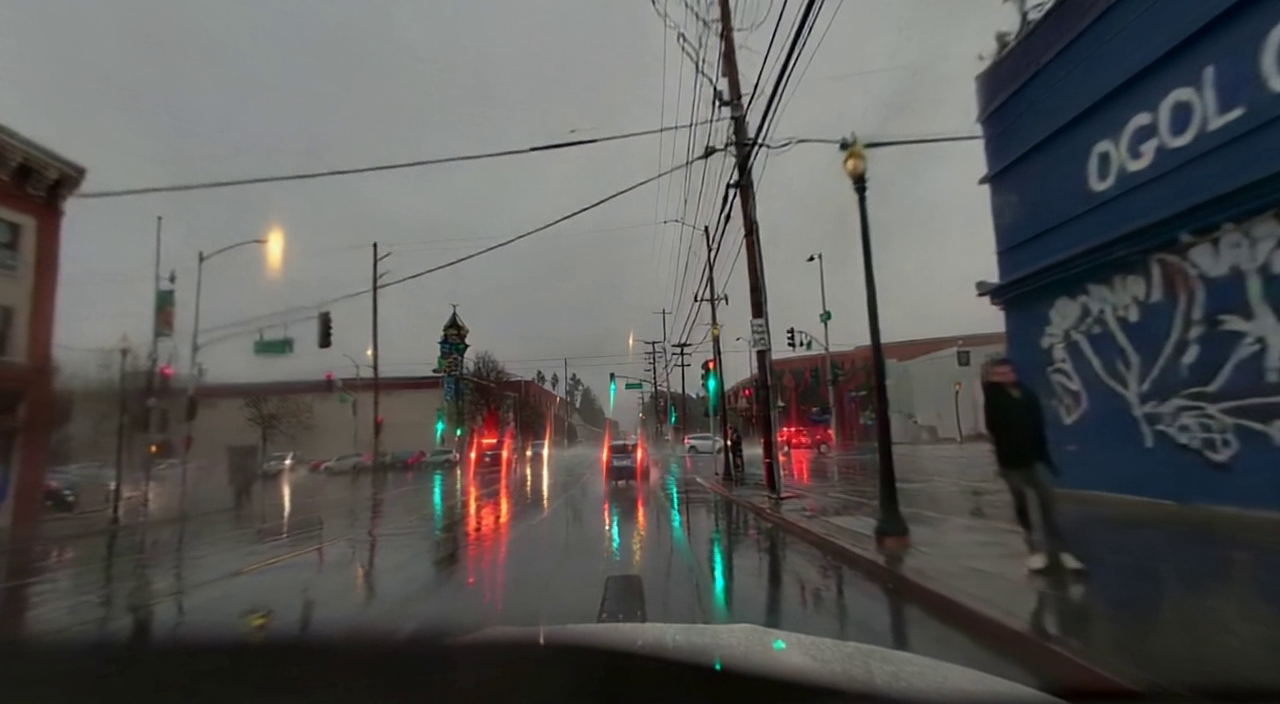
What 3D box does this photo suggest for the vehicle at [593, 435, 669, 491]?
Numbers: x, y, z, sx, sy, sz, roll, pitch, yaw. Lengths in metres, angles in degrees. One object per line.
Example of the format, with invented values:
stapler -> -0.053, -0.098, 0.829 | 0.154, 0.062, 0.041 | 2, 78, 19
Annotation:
vehicle -> -0.243, 3.342, 19.386 | 2.059, 1.497, 4.260 | 0, -8, 0

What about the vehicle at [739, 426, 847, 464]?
vehicle -> 7.473, 4.551, 31.141 | 4.714, 1.686, 1.973 | 0, -7, -9

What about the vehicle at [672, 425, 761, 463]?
vehicle -> 4.074, 4.826, 33.345 | 4.478, 1.749, 2.161 | 4, -9, -42

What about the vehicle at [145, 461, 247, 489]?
vehicle -> -26.030, 7.218, 37.149 | 4.479, 1.484, 2.036 | 0, -8, 1

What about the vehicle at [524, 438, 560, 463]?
vehicle -> -6.186, 6.254, 40.193 | 2.097, 1.457, 4.439 | 1, -8, -8

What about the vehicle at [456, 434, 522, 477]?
vehicle -> -6.671, 4.609, 28.390 | 2.063, 1.751, 4.229 | 0, -8, -2
